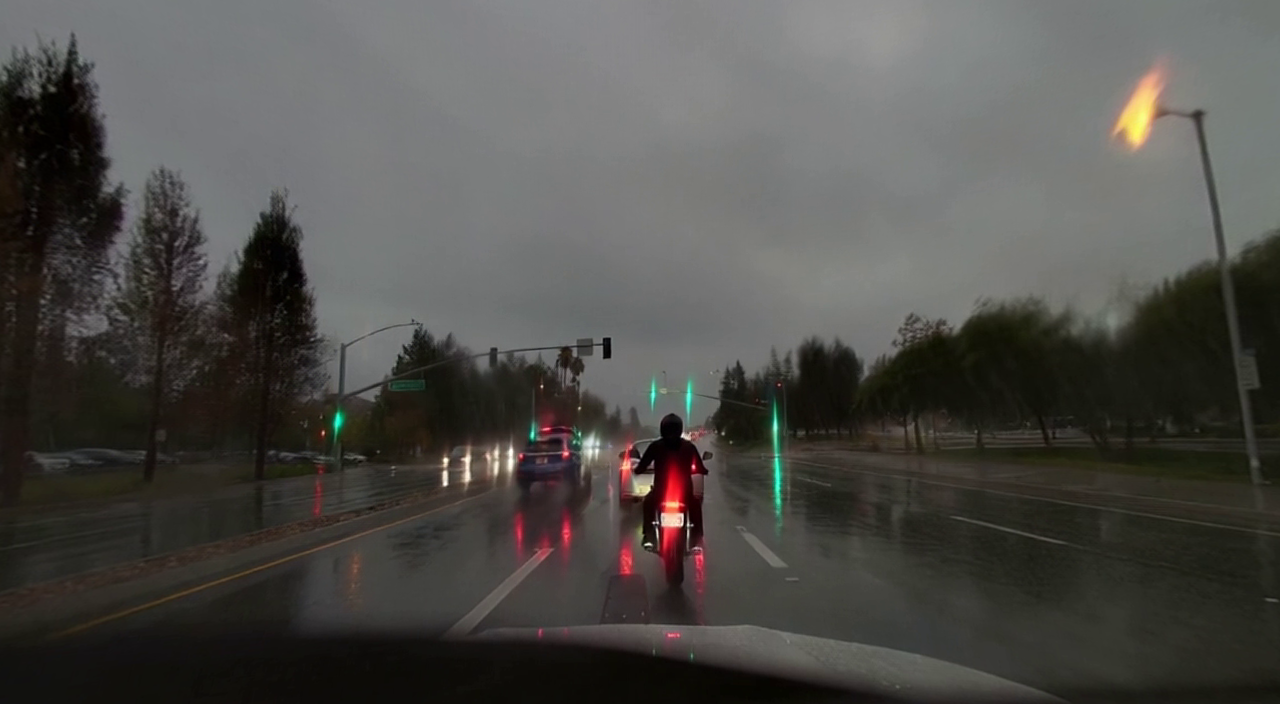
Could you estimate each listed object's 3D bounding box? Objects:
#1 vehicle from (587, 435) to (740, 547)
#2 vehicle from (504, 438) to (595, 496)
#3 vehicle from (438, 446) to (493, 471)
[{"bbox_3d":[0.331,2.171,10.664,2.009,1.450,4.608,-1,-8,1],"label":"vehicle"},{"bbox_3d":[-2.533,3.313,18.609,1.979,1.499,3.840,-1,-8,2],"label":"vehicle"},{"bbox_3d":[-11.047,6.762,40.268,1.936,1.425,4.630,-1,-8,4],"label":"vehicle"}]
